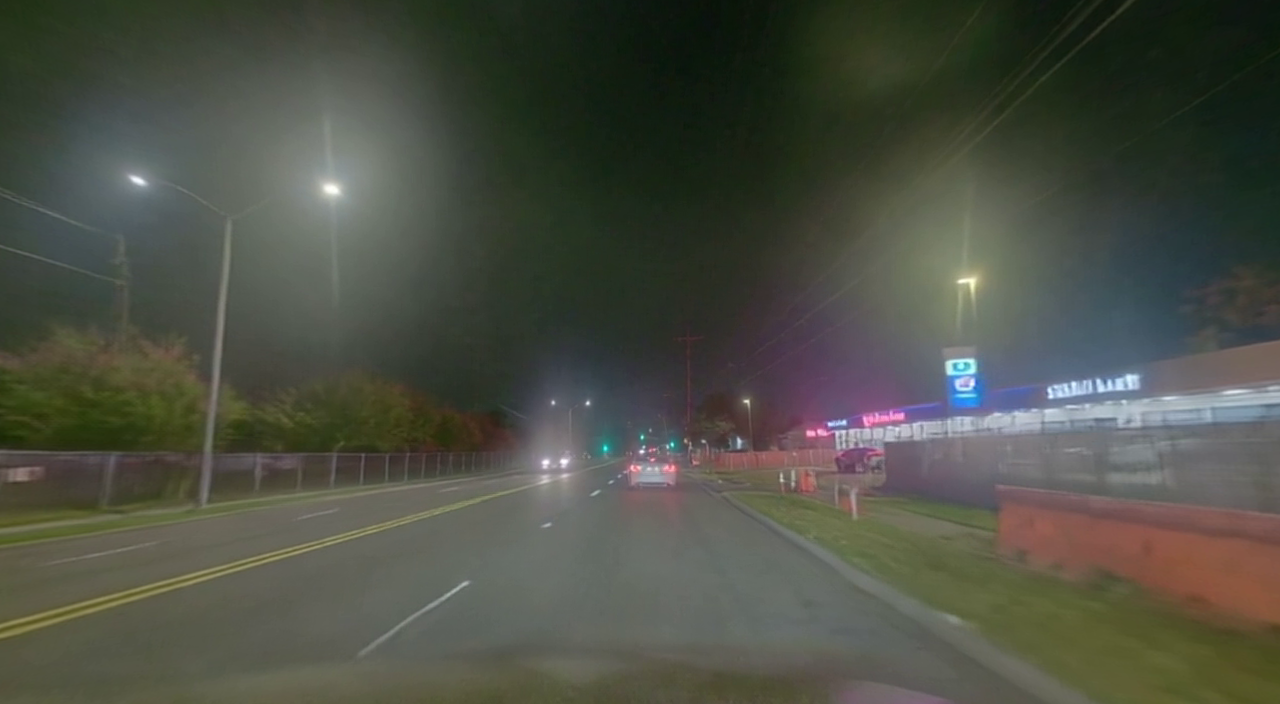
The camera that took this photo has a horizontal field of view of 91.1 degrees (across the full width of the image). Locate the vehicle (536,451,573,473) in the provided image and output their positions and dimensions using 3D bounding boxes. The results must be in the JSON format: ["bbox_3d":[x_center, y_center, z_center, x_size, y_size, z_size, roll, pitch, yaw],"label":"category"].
[{"bbox_3d":[-6.318,8.173,46.810,2.034,1.499,4.236,-1,-9,2],"label":"vehicle"}]

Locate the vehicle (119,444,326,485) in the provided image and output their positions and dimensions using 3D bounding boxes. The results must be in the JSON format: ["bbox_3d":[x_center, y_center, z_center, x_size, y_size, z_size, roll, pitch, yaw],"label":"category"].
[{"bbox_3d":[-27.441,7.551,43.108,2.951,2.274,15.187,-1,-9,5],"label":"vehicle"}]

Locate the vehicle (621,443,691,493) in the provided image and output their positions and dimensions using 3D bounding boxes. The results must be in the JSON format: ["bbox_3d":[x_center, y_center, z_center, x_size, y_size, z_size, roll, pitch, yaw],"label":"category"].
[{"bbox_3d":[0.494,3.887,21.361,2.144,1.514,4.063,0,-9,0],"label":"vehicle"}]

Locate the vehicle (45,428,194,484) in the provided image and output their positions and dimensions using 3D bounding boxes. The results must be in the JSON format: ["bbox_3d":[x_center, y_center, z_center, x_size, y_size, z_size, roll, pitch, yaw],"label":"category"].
[{"bbox_3d":[-31.569,6.311,38.555,2.945,3.103,6.716,0,-8,5],"label":"vehicle"}]

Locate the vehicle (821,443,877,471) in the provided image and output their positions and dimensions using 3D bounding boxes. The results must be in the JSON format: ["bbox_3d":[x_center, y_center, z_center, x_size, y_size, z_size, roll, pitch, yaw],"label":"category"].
[{"bbox_3d":[12.206,6.154,36.929,1.970,1.501,4.514,-1,-9,3],"label":"vehicle"}]

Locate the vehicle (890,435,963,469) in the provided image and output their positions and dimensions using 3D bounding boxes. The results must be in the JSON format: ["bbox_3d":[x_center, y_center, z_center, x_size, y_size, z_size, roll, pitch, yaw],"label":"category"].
[{"bbox_3d":[16.473,5.782,36.361,2.101,1.825,4.700,-1,-9,2],"label":"vehicle"}]
